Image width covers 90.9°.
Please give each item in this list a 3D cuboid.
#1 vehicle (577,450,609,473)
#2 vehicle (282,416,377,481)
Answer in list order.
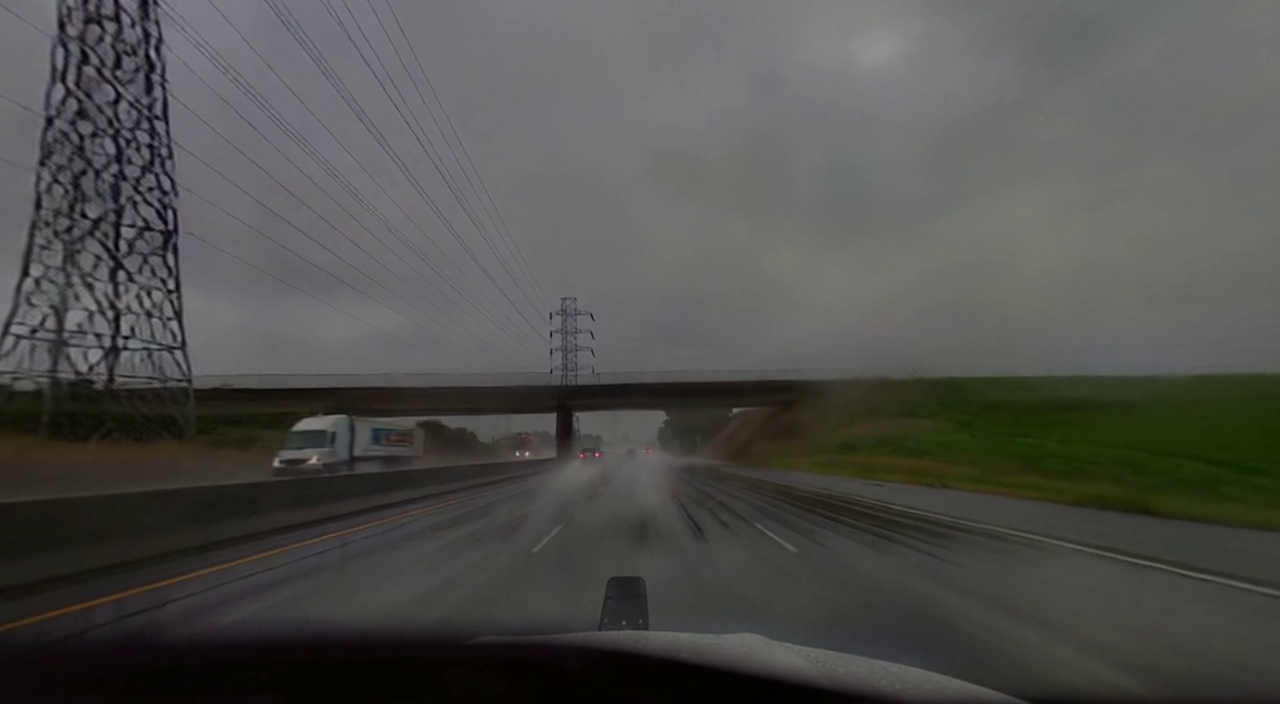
[{"bbox_3d":[-3.321,7.829,45.336,1.924,1.550,4.165,0,-9,1],"label":"vehicle"},{"bbox_3d":[-19.846,6.224,40.802,2.978,3.864,6.144,0,-8,-1],"label":"vehicle"}]
